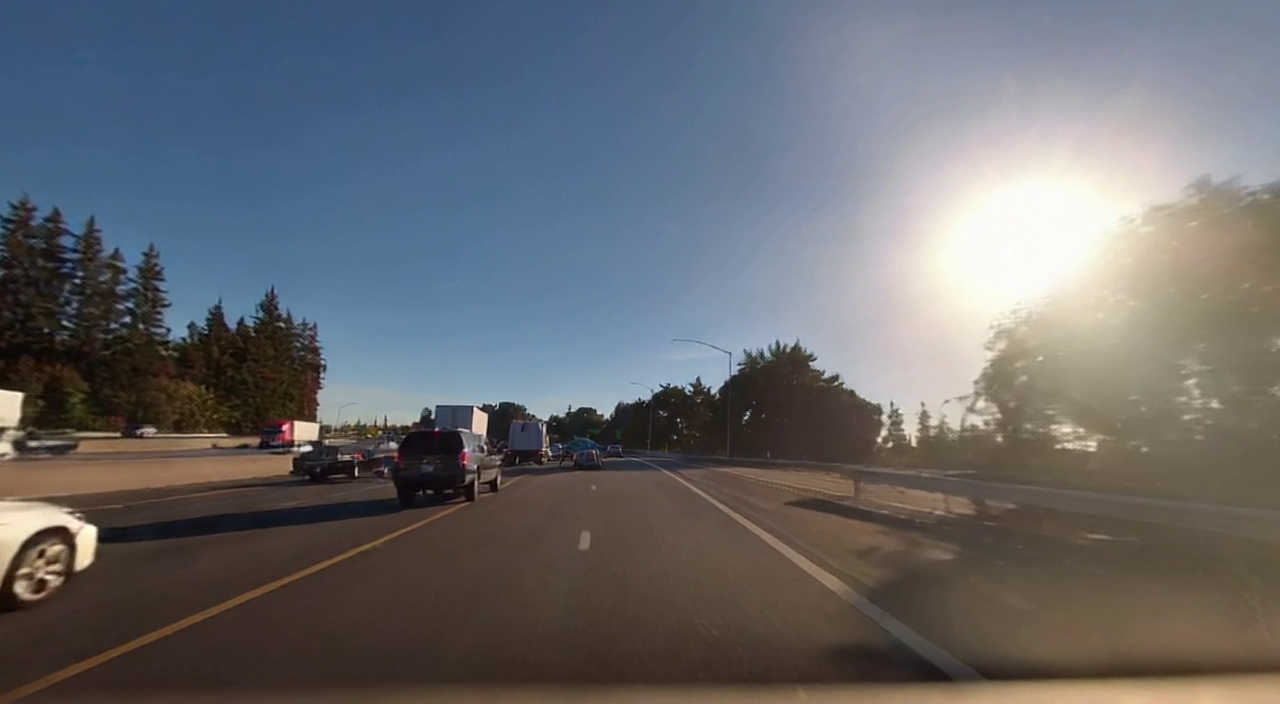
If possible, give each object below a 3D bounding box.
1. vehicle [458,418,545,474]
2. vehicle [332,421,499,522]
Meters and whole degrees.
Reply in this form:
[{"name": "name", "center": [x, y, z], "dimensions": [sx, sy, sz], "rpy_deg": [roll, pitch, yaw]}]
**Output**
[{"name": "vehicle", "center": [-7.827, 5.658, 38.057], "dimensions": [3.270, 2.674, 14.547], "rpy_deg": [0, -8, -5]}, {"name": "vehicle", "center": [-4.612, 2.538, 14.054], "dimensions": [2.093, 1.785, 5.303], "rpy_deg": [0, -8, -4]}]
